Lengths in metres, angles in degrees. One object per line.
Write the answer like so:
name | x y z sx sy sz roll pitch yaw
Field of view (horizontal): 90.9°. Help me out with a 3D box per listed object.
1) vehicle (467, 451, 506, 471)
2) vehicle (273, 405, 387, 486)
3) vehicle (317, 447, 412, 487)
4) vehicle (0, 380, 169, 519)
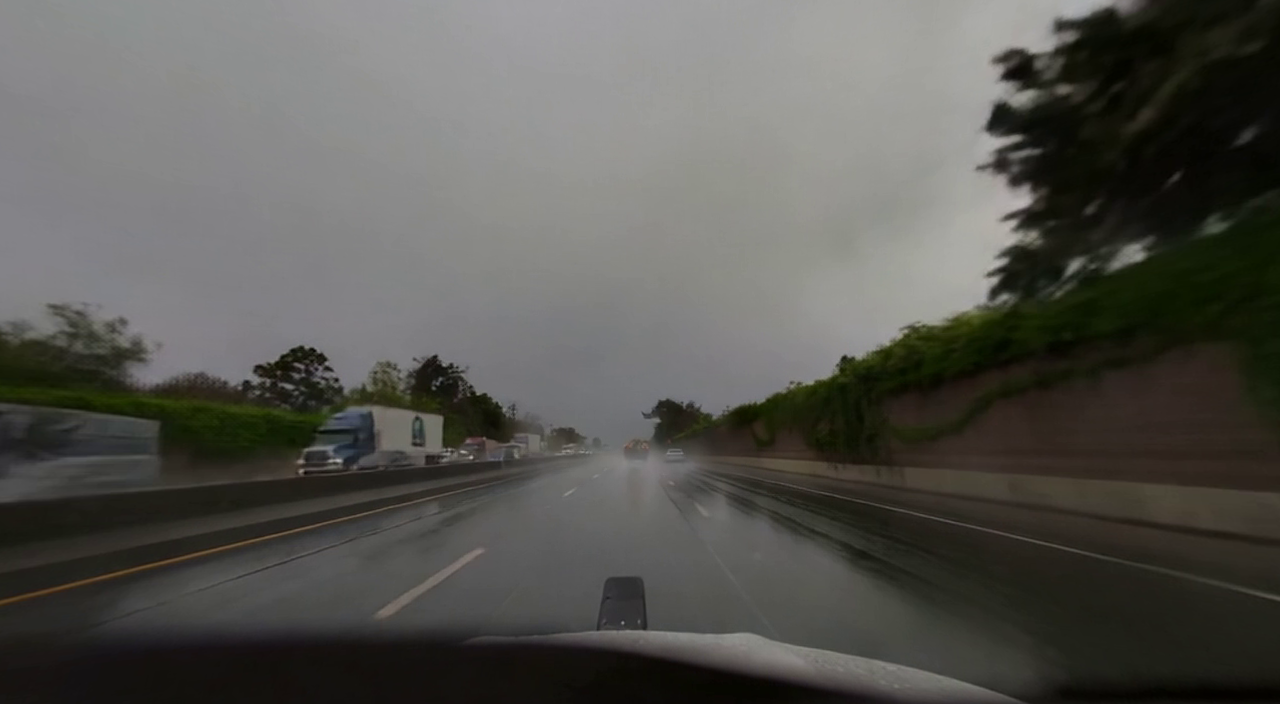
vehicle | -11.702 8.342 48.296 1.945 1.439 4.329 0 -9 -1
vehicle | -16.654 5.125 34.406 2.996 3.982 5.952 0 -9 0
vehicle | -11.389 4.764 26.433 1.964 1.522 4.419 0 -9 1
vehicle | -20.337 2.807 18.186 2.813 4.068 14.060 0 -9 -1
